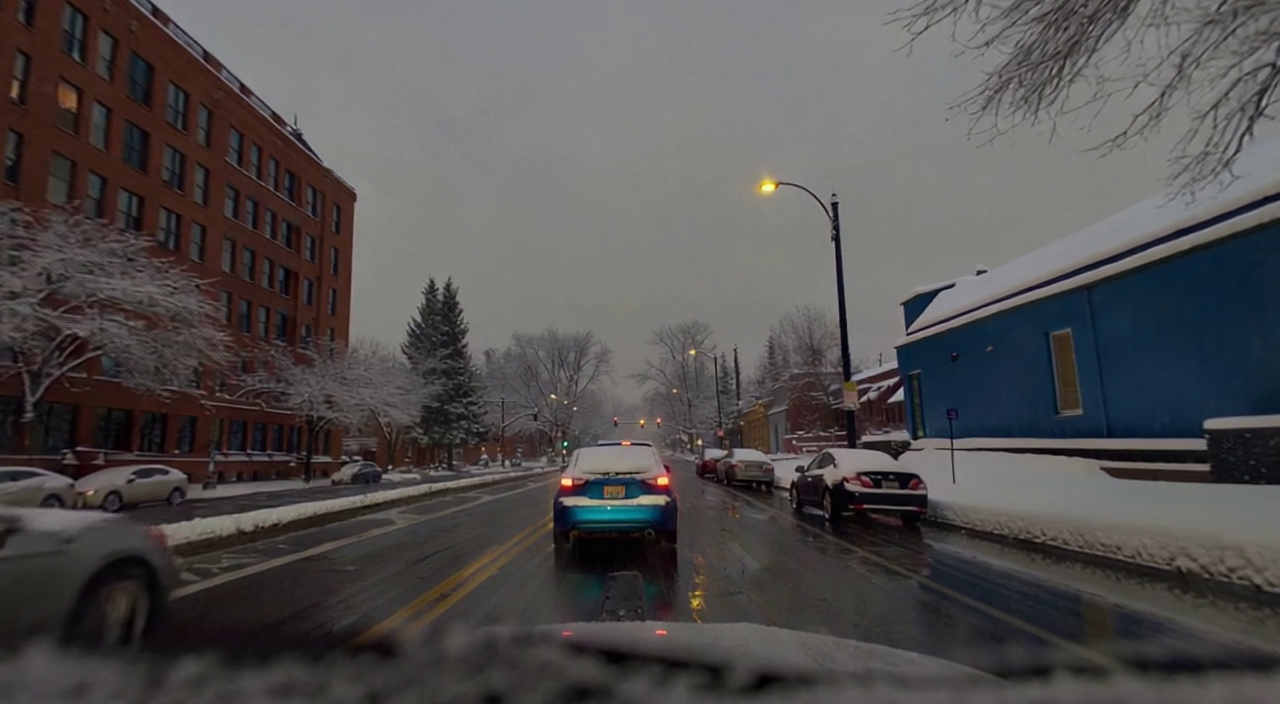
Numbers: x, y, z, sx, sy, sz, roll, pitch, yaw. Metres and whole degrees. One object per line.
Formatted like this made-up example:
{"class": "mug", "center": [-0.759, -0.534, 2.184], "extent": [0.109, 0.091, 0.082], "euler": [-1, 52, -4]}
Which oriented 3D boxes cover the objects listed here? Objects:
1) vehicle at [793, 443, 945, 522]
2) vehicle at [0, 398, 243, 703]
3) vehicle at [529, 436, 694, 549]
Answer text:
{"class": "vehicle", "center": [4.914, 2.823, 14.201], "extent": [1.832, 1.491, 4.054], "euler": [1, -9, -1]}
{"class": "vehicle", "center": [-3.513, 0.824, 1.590], "extent": [1.934, 1.548, 4.635], "euler": [0, -9, 1]}
{"class": "vehicle", "center": [-0.385, 2.228, 10.672], "extent": [2.230, 1.518, 4.113], "euler": [0, -9, 0]}
